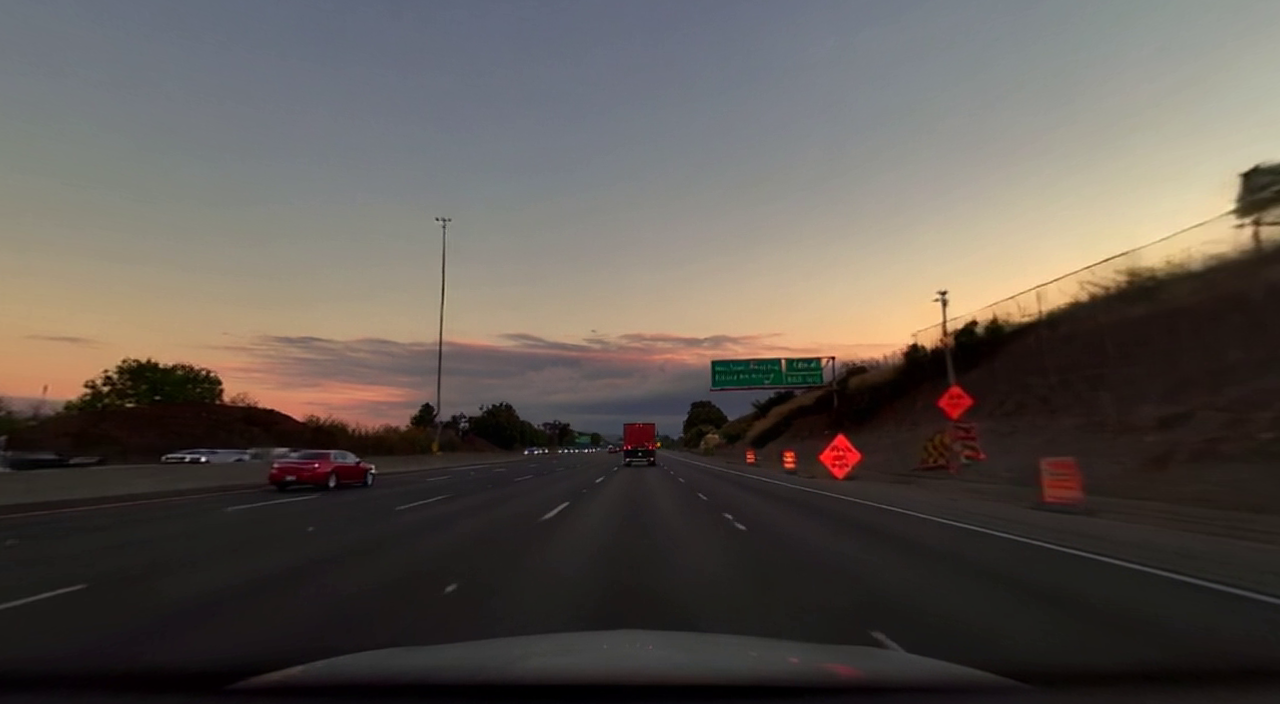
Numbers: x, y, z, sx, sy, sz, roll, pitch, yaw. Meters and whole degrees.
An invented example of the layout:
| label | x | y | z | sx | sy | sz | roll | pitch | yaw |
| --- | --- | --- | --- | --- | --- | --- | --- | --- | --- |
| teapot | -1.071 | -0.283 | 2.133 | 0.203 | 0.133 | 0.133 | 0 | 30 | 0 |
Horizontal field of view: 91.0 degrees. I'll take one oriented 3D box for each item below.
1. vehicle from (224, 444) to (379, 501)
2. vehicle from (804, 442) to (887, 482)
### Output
| label | x | y | z | sx | sy | sz | roll | pitch | yaw |
| --- | --- | --- | --- | --- | --- | --- | --- | --- | --- |
| vehicle | -10.390 | 3.713 | 19.913 | 2.096 | 1.538 | 4.998 | 0 | -9 | 0 |
| vehicle | 9.621 | 5.196 | 30.030 | 2.065 | 1.698 | 4.882 | 0 | -9 | -3 |
